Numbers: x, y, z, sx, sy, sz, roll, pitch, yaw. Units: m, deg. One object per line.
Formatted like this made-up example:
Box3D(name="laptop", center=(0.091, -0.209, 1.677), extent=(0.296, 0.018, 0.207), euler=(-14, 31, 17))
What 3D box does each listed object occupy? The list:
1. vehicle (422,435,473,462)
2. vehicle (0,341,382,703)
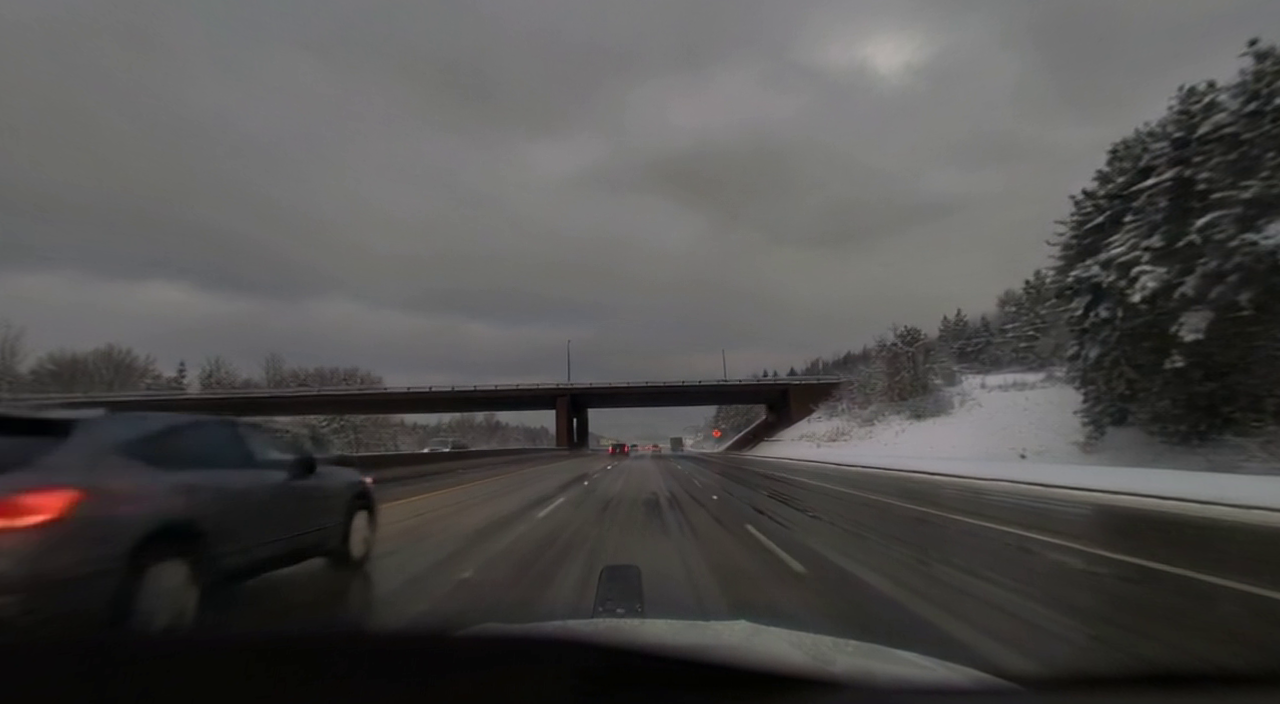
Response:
Box3D(name="vehicle", center=(-14.240, 7.200, 46.978), extent=(2.078, 1.841, 5.188), euler=(0, -9, 2))
Box3D(name="vehicle", center=(-3.674, 1.023, 3.845), extent=(2.181, 1.730, 4.517), euler=(0, -9, 1))
